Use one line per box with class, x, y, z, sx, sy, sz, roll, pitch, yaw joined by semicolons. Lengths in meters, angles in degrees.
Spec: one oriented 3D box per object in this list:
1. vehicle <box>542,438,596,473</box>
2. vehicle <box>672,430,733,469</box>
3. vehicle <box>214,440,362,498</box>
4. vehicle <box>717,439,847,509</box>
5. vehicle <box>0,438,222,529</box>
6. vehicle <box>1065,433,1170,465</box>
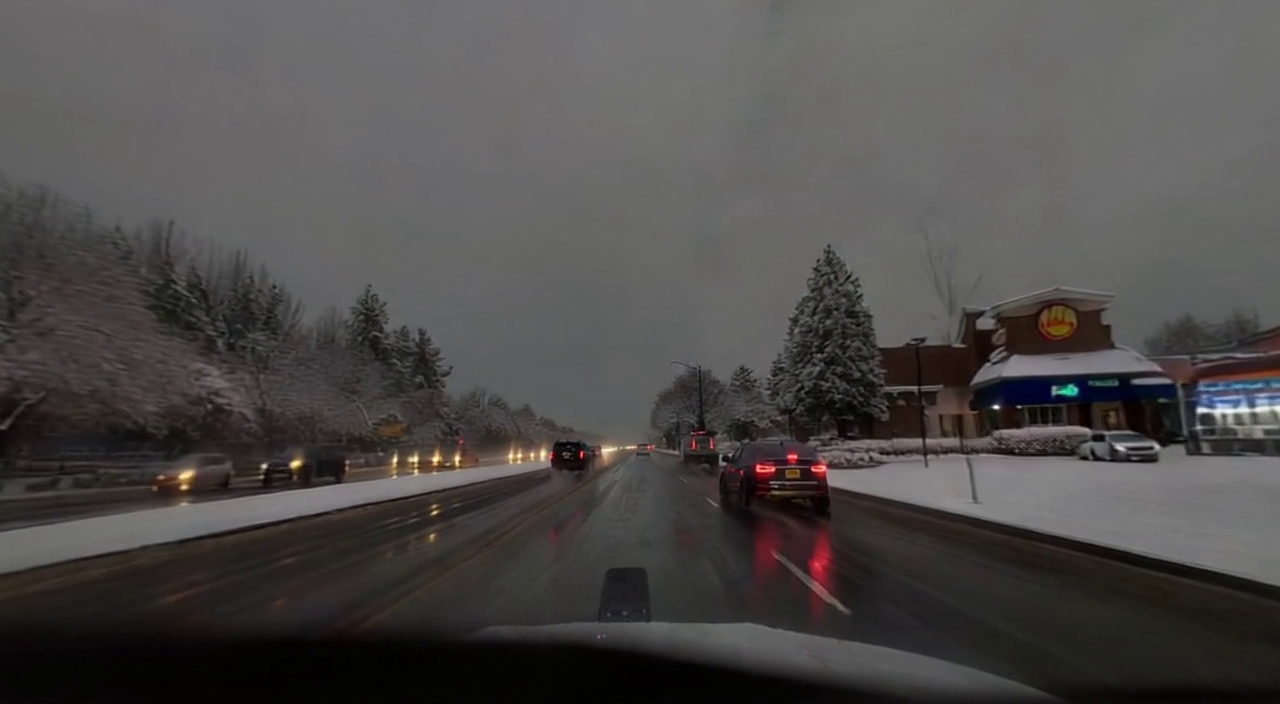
vehicle;-3.690;5.489;33.547;2.250;1.713;4.422;0;-9;1
vehicle;3.748;6.060;39.171;3.245;2.199;6.295;0;-8;1
vehicle;-11.373;3.751;20.871;2.004;1.509;4.932;-2;-6;1
vehicle;3.329;2.977;15.877;2.095;1.475;4.686;0;-9;-1
vehicle;-11.442;2.658;13.491;1.909;1.467;4.522;-2;-6;0
vehicle;24.092;4.911;32.059;1.921;1.463;4.380;1;-8;0
